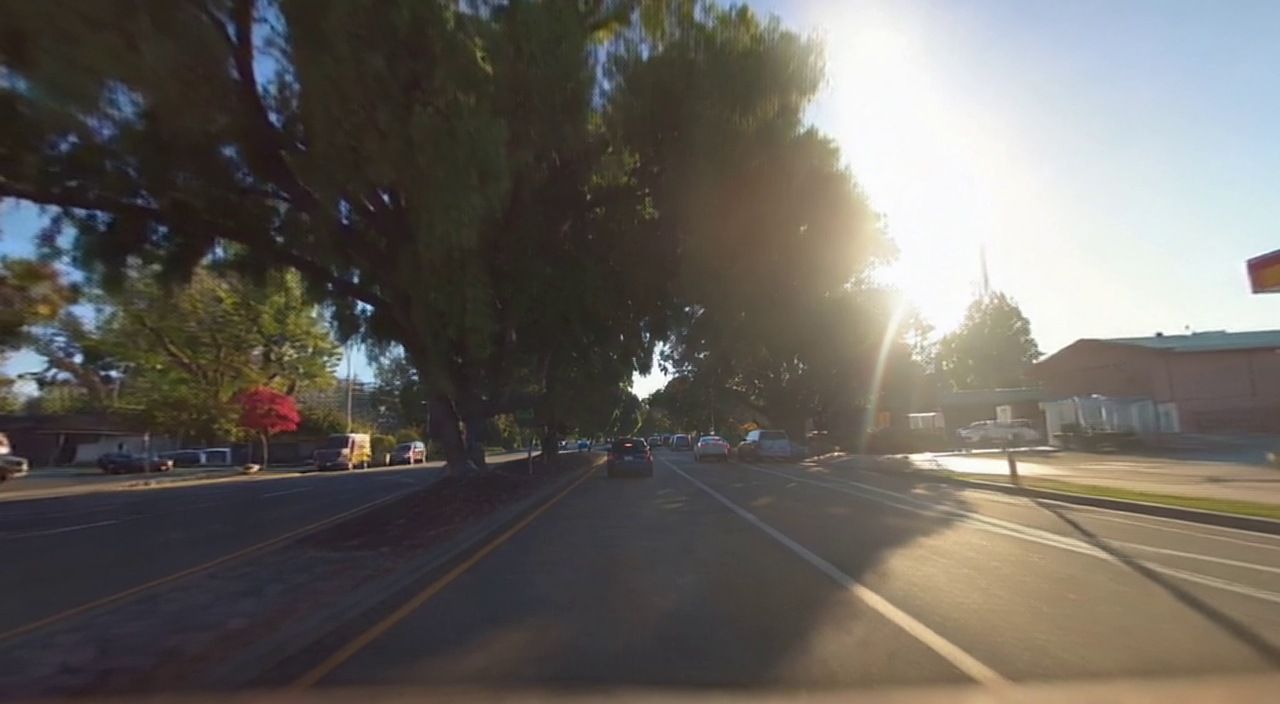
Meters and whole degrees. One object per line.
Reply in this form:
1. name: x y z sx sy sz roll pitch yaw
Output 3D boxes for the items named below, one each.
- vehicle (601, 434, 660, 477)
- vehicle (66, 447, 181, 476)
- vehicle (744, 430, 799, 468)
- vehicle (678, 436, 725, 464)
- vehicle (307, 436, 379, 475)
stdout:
1. vehicle: -0.298 3.884 23.919 2.052 1.488 3.779 0 -8 1
2. vehicle: -27.498 5.831 33.713 4.413 1.451 1.882 0 -9 0
3. vehicle: 6.538 4.885 31.918 2.117 1.757 4.969 -1 -9 5
4. vehicle: 3.355 5.467 35.339 2.124 1.476 4.730 0 -8 -1
5. vehicle: -18.930 6.548 40.600 2.222 2.141 5.390 -1 -6 -3
